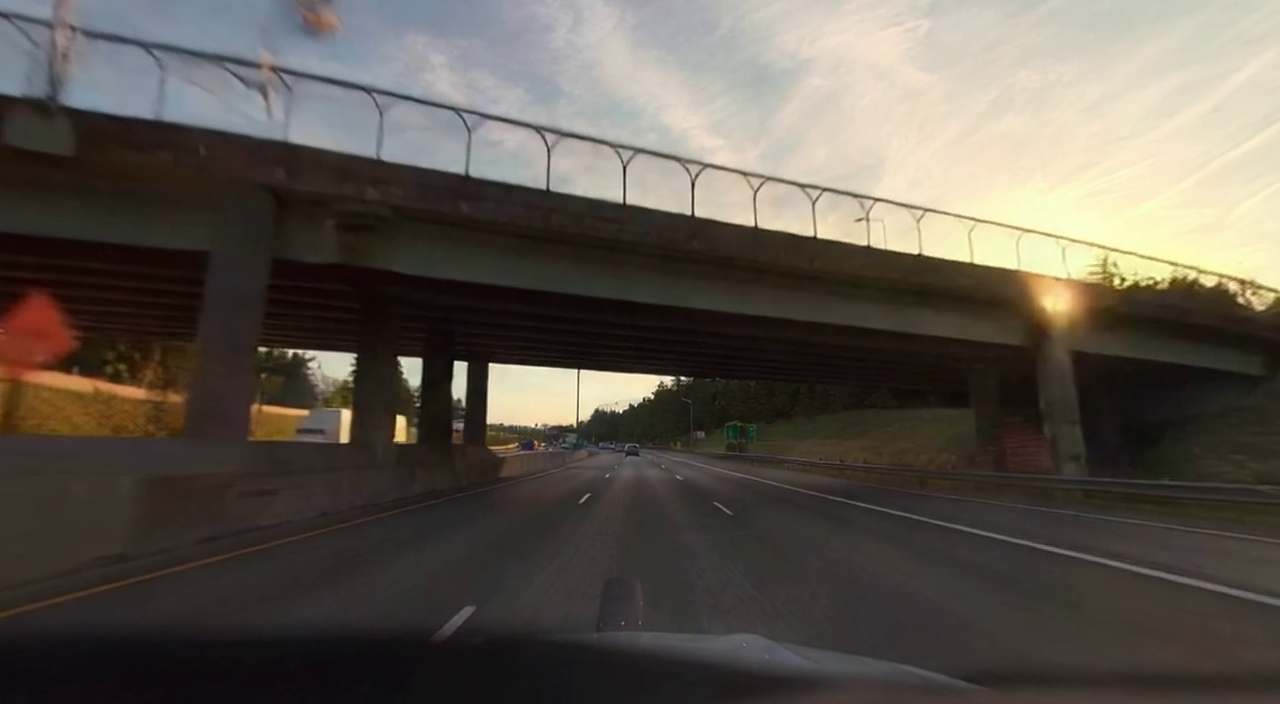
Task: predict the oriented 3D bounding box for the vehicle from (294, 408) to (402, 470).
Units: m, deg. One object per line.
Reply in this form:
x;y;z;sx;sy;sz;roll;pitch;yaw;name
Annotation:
-15.904;4.893;34.965;2.704;3.067;6.758;0;-9;0;vehicle
